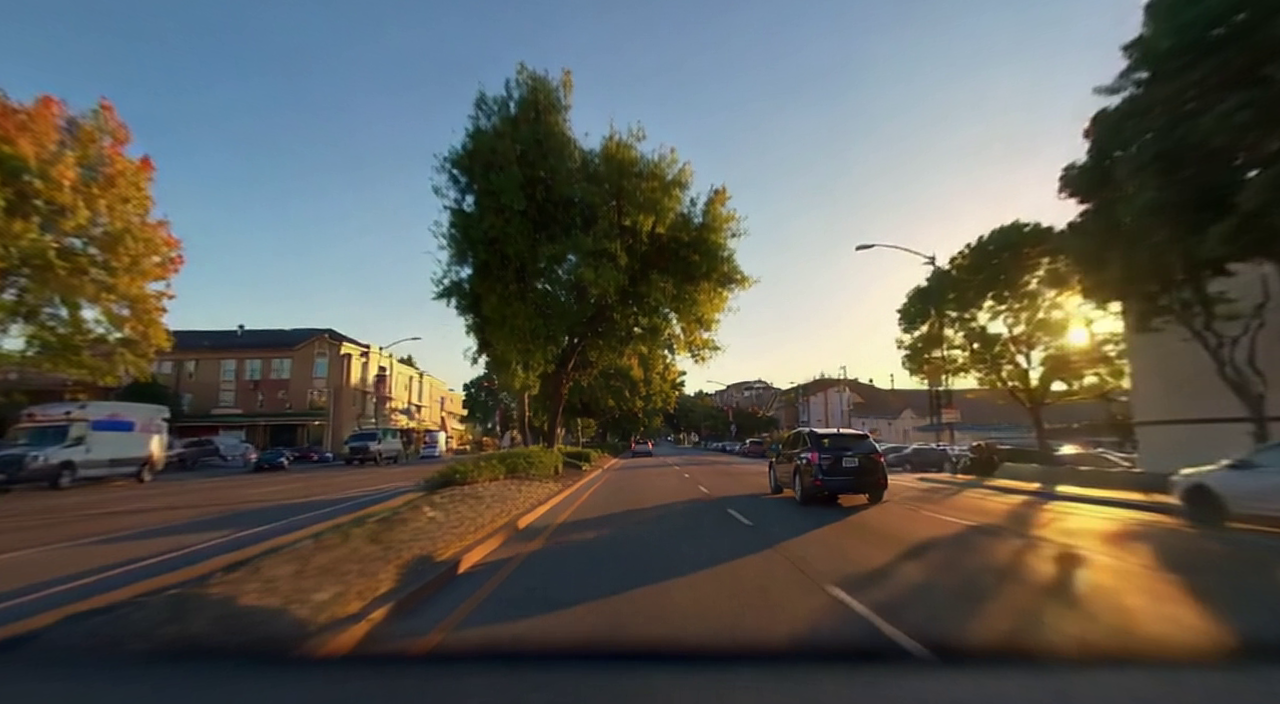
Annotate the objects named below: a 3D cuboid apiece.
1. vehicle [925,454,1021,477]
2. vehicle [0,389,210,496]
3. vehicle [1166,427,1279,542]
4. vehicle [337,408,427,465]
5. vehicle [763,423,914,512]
[{"bbox_3d":[20.172,6.887,38.347,4.671,1.349,1.976,0,-8,-1],"label":"vehicle"},{"bbox_3d":[-19.163,3.256,22.717,2.811,3.326,6.083,0,-8,1],"label":"vehicle"},{"bbox_3d":[10.413,1.871,8.795,2.078,1.668,4.654,0,-8,0],"label":"vehicle"},{"bbox_3d":[-18.761,6.286,46.588,3.086,3.767,8.298,0,-8,0],"label":"vehicle"},{"bbox_3d":[4.126,2.464,13.869,2.072,1.669,3.836,0,-8,0],"label":"vehicle"}]
